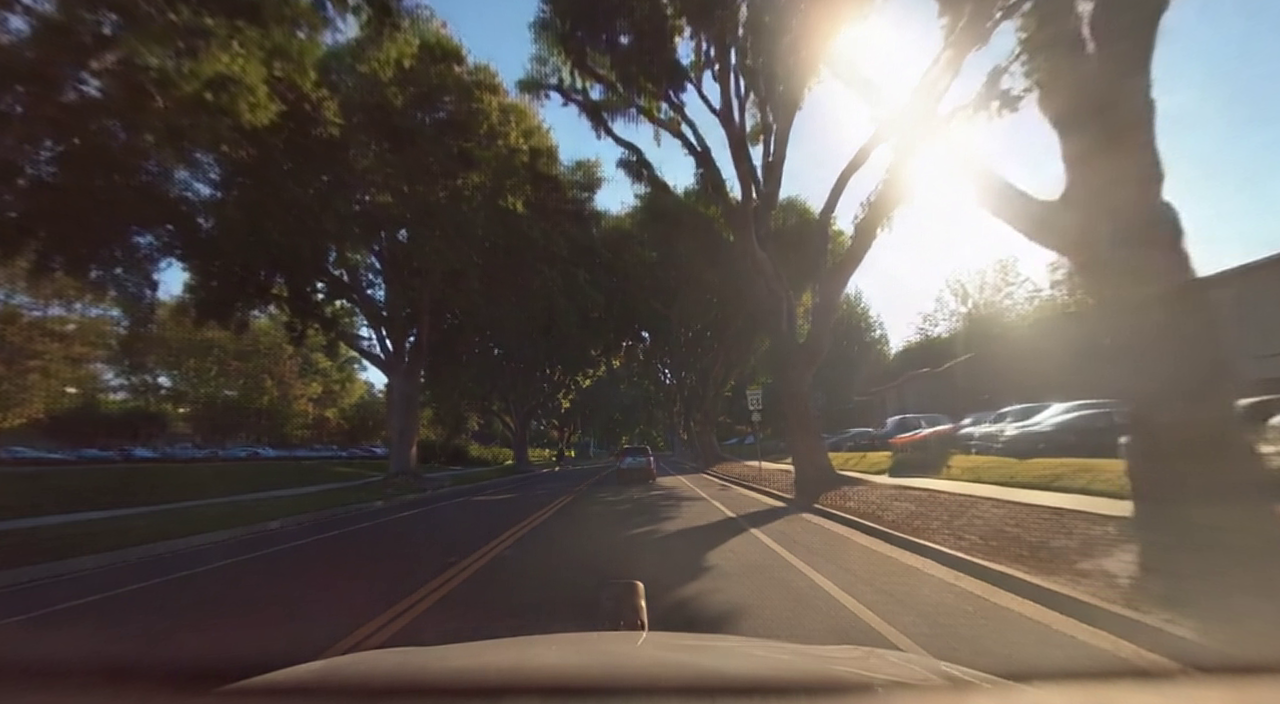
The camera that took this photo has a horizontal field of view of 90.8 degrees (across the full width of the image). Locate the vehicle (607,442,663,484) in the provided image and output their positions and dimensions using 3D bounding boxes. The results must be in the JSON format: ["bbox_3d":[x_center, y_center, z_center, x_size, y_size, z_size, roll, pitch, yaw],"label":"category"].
[{"bbox_3d":[-0.159,4.645,26.772,2.152,1.574,4.223,-1,-8,1],"label":"vehicle"}]
